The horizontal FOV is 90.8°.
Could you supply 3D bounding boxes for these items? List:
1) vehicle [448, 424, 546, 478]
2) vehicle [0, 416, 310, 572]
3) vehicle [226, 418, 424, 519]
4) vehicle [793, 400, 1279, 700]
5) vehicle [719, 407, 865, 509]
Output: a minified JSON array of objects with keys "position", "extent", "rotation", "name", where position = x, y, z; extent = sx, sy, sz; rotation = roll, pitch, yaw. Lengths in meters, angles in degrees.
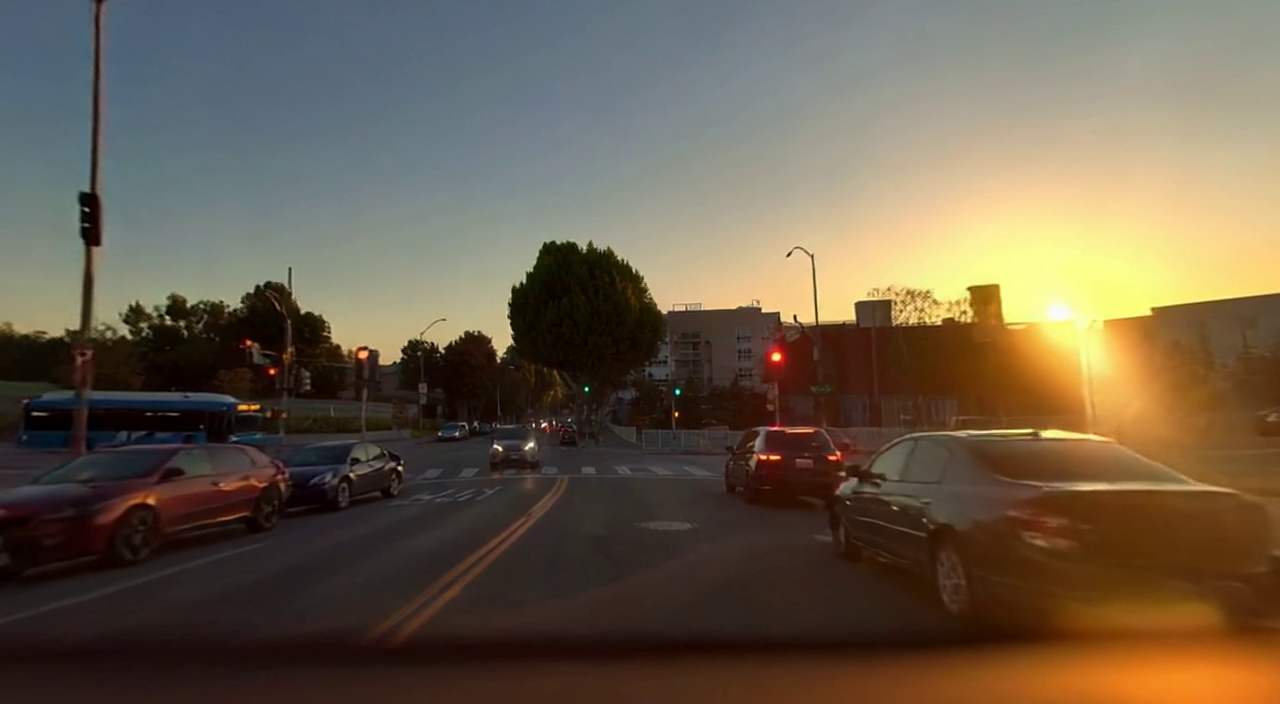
[{"position":[-5.476,3.688,23.754],"extent":[2.148,1.818,4.791],"rotation":[5,-10,-31],"name":"vehicle"},{"position":[-6.915,1.922,9.294],"extent":[1.893,1.758,4.019],"rotation":[0,-8,0],"name":"vehicle"},{"position":[-6.846,2.557,14.509],"extent":[2.132,1.801,4.885],"rotation":[-3,-8,-1],"name":"vehicle"},{"position":[3.059,1.332,5.622],"extent":[2.032,1.474,4.795],"rotation":[0,-8,-2],"name":"vehicle"},{"position":[3.206,2.377,14.512],"extent":[2.052,1.929,4.747],"rotation":[0,-8,-1],"name":"vehicle"}]
